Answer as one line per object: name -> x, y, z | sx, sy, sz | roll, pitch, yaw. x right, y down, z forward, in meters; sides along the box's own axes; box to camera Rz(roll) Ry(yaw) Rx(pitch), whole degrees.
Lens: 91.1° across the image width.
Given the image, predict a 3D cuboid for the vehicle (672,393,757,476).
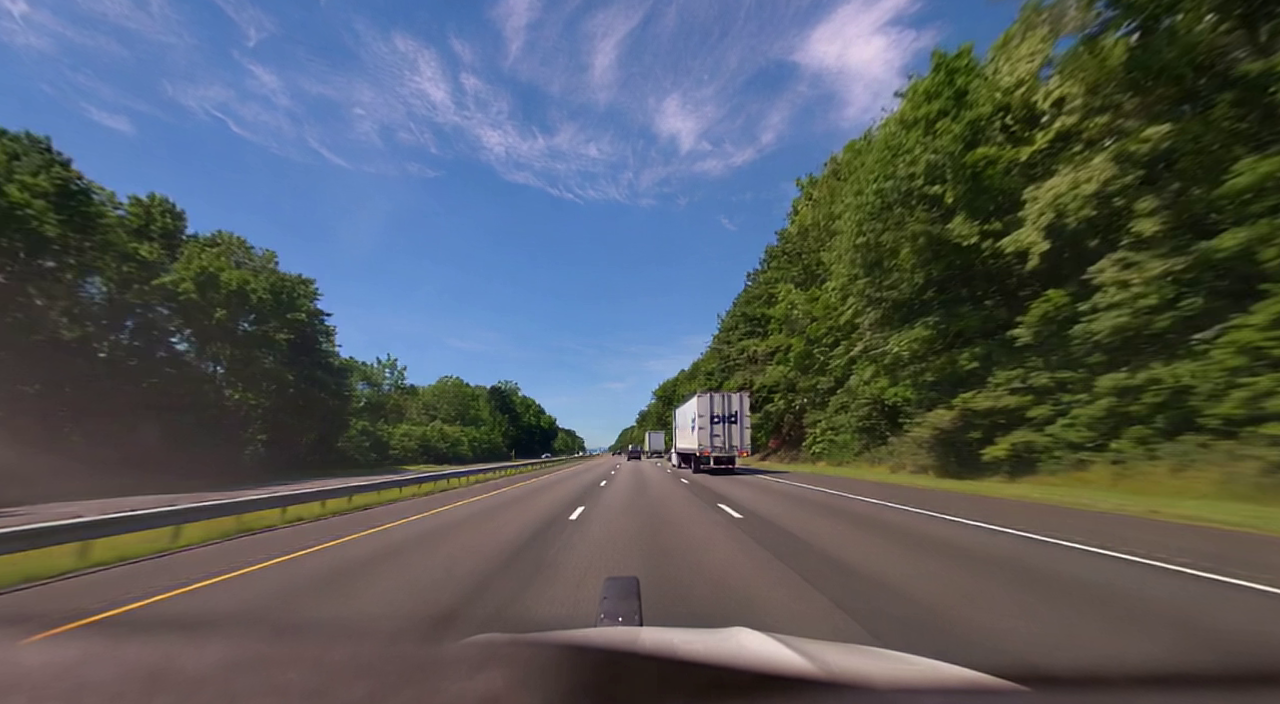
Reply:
vehicle -> 3.947, 5.076, 37.467 | 2.973, 4.007, 14.076 | 0, -9, -1
